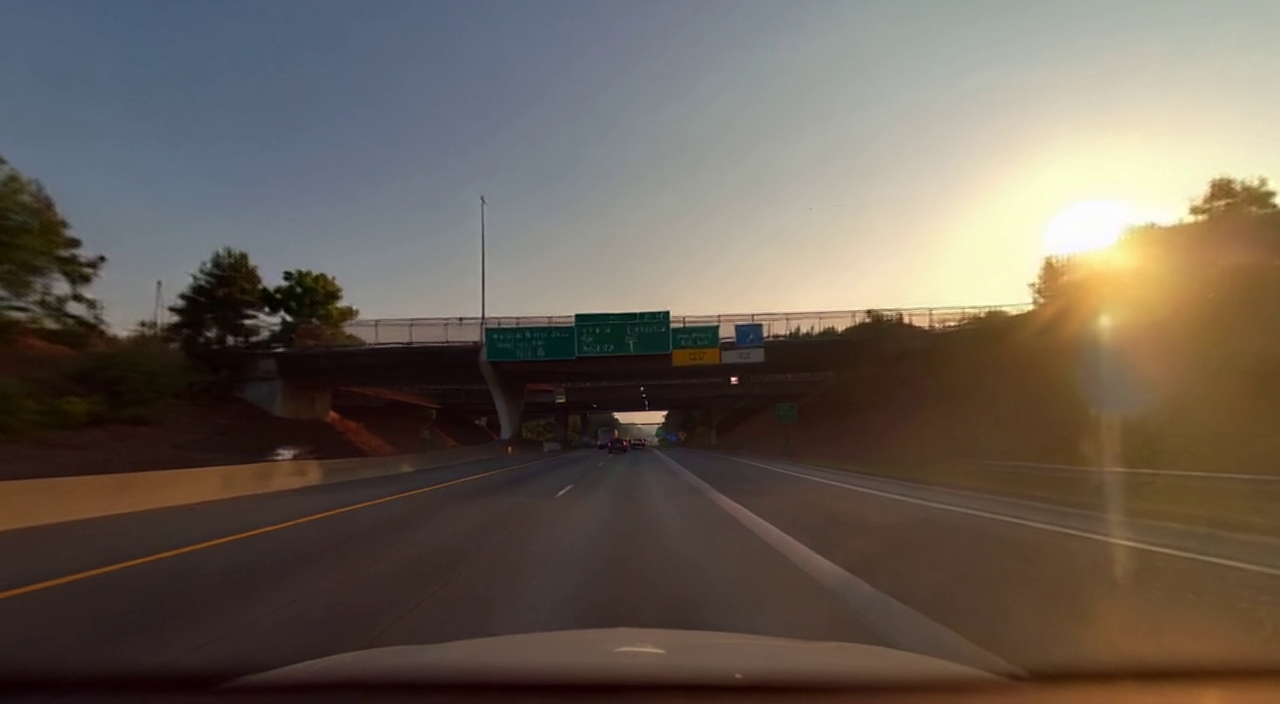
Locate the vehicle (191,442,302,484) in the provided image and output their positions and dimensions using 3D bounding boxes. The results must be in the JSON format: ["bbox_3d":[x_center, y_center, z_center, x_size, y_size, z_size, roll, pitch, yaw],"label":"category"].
[{"bbox_3d":[-16.347,4.605,26.467,1.976,1.573,4.201,0,-8,-1],"label":"vehicle"}]
